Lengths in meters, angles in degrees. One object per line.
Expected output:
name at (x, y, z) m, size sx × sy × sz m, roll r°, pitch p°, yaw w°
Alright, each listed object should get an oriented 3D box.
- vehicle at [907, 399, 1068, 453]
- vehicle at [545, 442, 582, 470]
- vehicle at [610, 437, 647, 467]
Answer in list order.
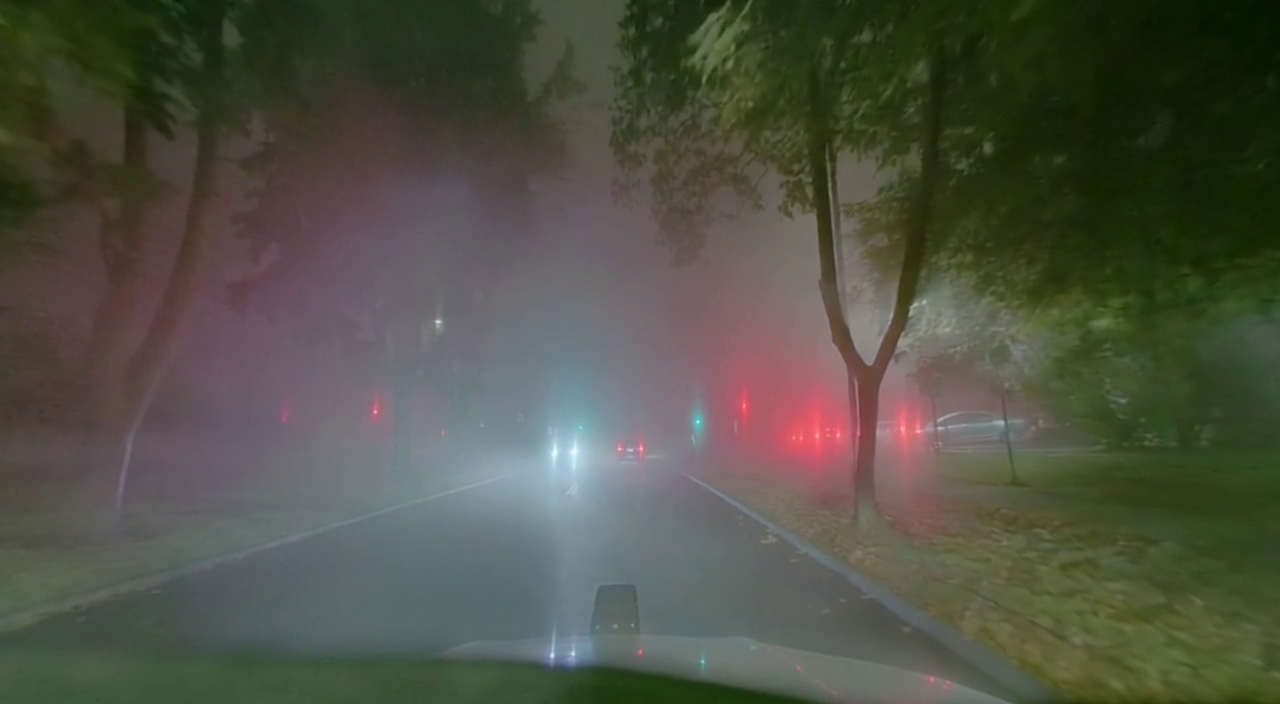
vehicle at (11.934, 2.590, 21.908) m, size 4.349 × 1.462 × 1.982 m, roll -5°, pitch -8°, yaw 6°
vehicle at (-4.489, 6.117, 37.216) m, size 1.973 × 1.512 × 3.524 m, roll 0°, pitch -8°, yaw -4°
vehicle at (-0.657, 6.063, 38.301) m, size 2.142 × 1.686 × 3.816 m, roll -1°, pitch -8°, yaw 1°
